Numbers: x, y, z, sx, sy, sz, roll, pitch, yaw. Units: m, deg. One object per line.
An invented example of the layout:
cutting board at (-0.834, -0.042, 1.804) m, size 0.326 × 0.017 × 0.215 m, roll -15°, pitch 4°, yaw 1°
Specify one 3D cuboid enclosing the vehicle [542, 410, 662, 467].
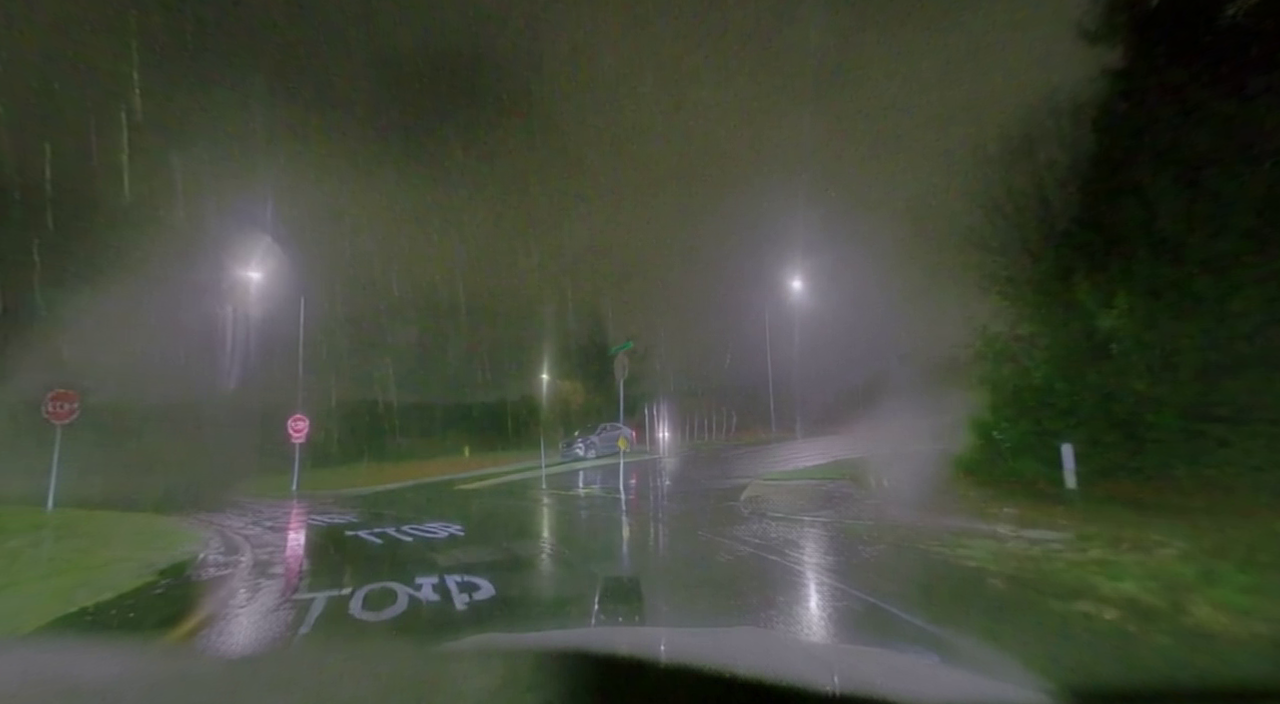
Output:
vehicle at (-1.425, 3.369, 24.794) m, size 1.914 × 1.574 × 4.403 m, roll -11°, pitch -6°, yaw 44°
